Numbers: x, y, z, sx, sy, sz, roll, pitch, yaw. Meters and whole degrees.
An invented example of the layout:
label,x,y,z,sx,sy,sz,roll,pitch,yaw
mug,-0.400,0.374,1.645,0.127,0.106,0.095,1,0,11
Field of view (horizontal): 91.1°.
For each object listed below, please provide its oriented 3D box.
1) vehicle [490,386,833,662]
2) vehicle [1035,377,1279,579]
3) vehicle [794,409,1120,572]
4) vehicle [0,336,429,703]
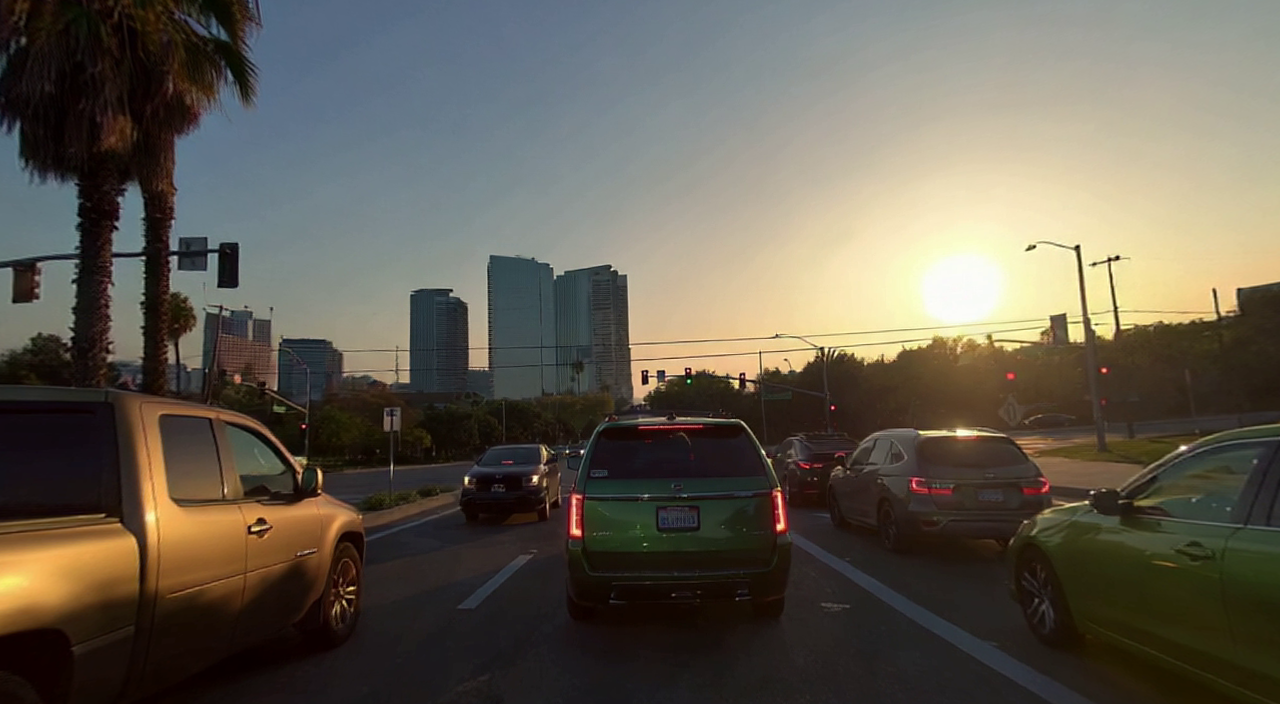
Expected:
label,x,y,z,sx,sy,sz,roll,pitch,yaw
vehicle,0.162,1.373,6.052,2.123,1.704,4.128,0,-9,1
vehicle,7.327,1.335,6.858,2.337,1.925,5.728,0,-8,1
vehicle,4.003,1.852,9.293,2.072,1.704,5.170,0,-9,0
vehicle,-3.165,1.086,3.902,2.171,1.702,4.416,0,-9,0
